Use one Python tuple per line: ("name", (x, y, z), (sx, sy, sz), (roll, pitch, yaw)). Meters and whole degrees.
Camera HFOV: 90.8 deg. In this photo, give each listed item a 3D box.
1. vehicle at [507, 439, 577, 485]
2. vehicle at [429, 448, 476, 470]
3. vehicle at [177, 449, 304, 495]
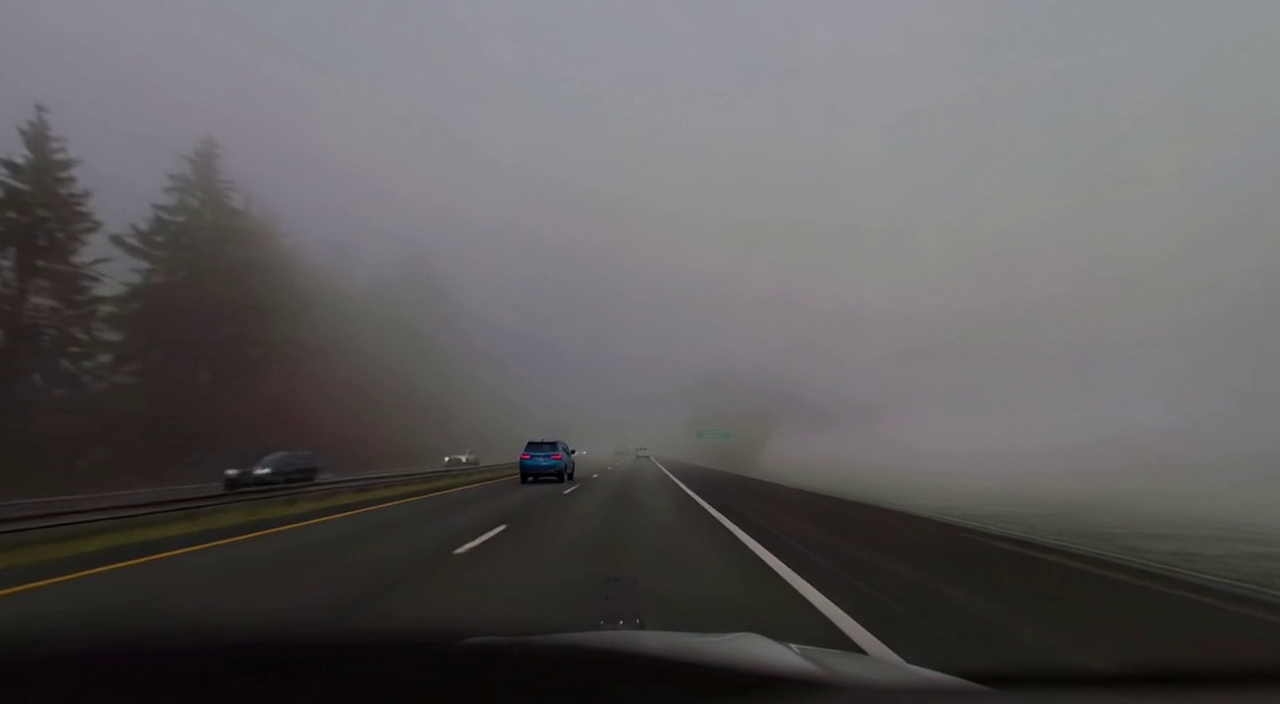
("vehicle", (-3.942, 4.505, 26.197), (2.110, 1.727, 4.607), (0, -9, 1))
("vehicle", (-13.057, 7.476, 44.276), (1.954, 1.462, 4.239), (0, -9, 1))
("vehicle", (-13.531, 4.063, 21.690), (1.828, 1.414, 3.803), (0, -9, 1))
